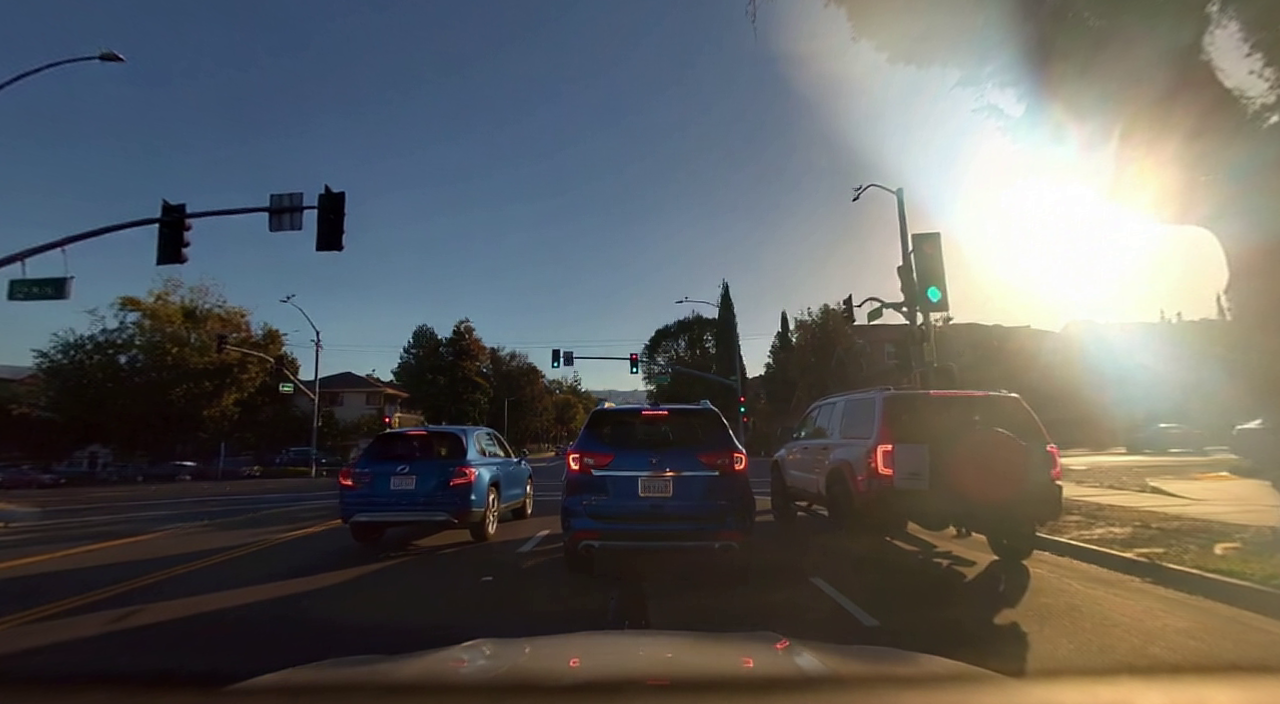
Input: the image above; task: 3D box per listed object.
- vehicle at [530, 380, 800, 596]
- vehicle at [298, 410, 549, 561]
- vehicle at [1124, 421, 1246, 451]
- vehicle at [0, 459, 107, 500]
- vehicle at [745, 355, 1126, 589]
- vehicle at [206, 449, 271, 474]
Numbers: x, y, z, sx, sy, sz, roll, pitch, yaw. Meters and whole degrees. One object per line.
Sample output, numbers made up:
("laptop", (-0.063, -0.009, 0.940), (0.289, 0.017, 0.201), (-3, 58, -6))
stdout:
("vehicle", (0.172, 1.436, 7.398), (2.235, 1.778, 4.178), (0, -8, -1))
("vehicle", (-2.735, 1.819, 9.316), (2.058, 1.659, 4.514), (0, -8, 1))
("vehicle", (28.158, 4.365, 32.656), (4.512, 1.444, 1.859), (0, -9, 0))
("vehicle", (-24.006, 4.970, 24.672), (4.383, 1.456, 1.999), (0, -9, -1))
("vehicle", (3.087, 1.472, 8.489), (2.338, 2.063, 5.672), (0, -8, 0))
("vehicle", (-29.320, 7.999, 46.172), (1.820, 1.699, 4.308), (-1, -9, 2))
